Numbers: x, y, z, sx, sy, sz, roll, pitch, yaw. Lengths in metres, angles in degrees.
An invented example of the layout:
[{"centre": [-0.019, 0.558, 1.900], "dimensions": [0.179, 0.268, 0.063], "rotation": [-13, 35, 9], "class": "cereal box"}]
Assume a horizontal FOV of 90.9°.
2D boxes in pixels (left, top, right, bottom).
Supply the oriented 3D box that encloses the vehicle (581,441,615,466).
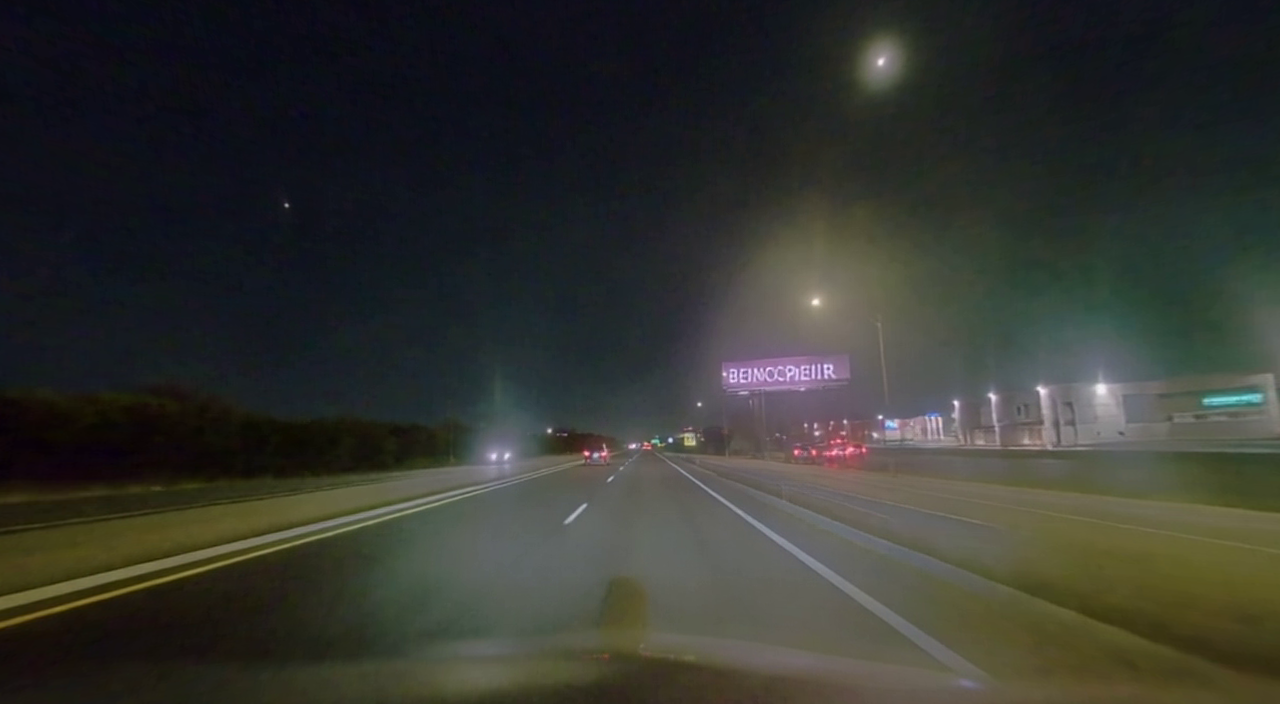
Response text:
[{"centre": [-3.206, 7.880, 49.127], "dimensions": [2.159, 1.793, 5.027], "rotation": [-1, -9, 1], "class": "vehicle"}]
